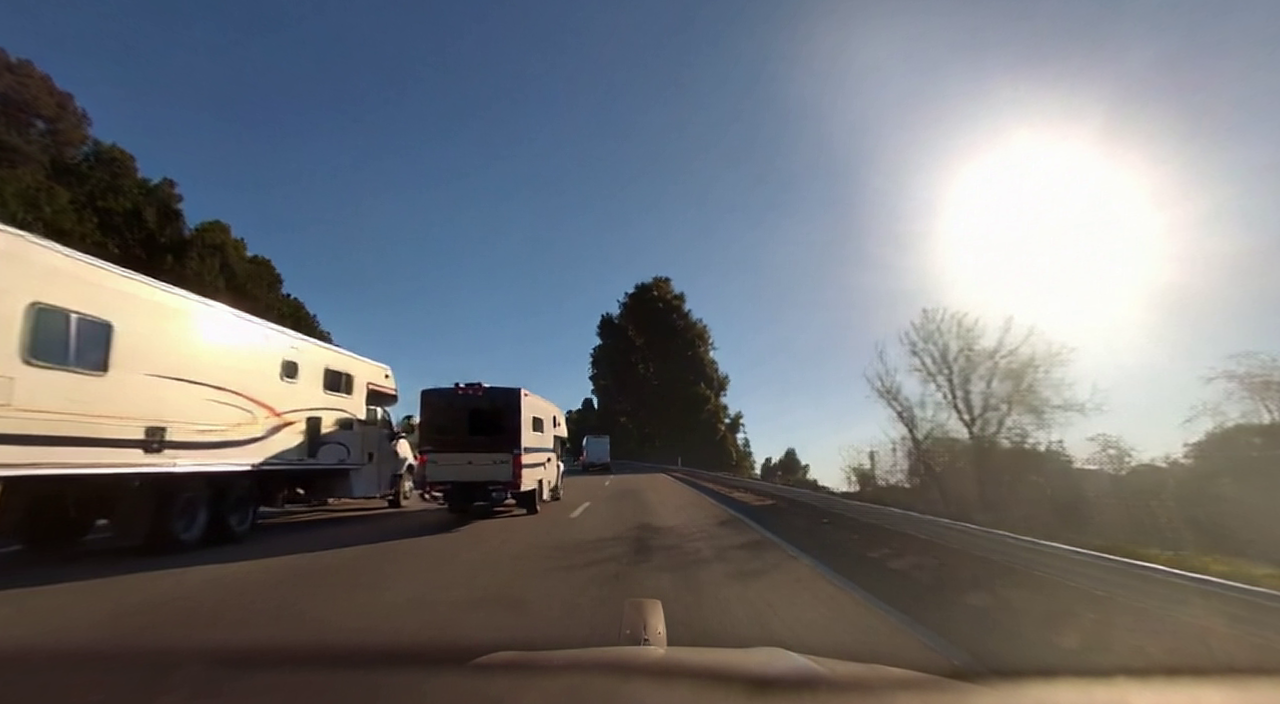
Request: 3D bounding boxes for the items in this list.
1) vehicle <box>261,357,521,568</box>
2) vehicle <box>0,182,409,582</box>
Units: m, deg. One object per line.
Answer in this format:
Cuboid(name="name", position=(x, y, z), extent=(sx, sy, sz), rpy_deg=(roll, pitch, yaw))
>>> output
Cuboid(name="vehicle", position=(-3.424, 1.637, 9.705), extent=(2.331, 2.583, 3.743), rpy_deg=(0, -9, 1))
Cuboid(name="vehicle", position=(-8.026, 1.001, 10.769), extent=(2.929, 4.010, 14.446), rpy_deg=(0, -9, -1))
